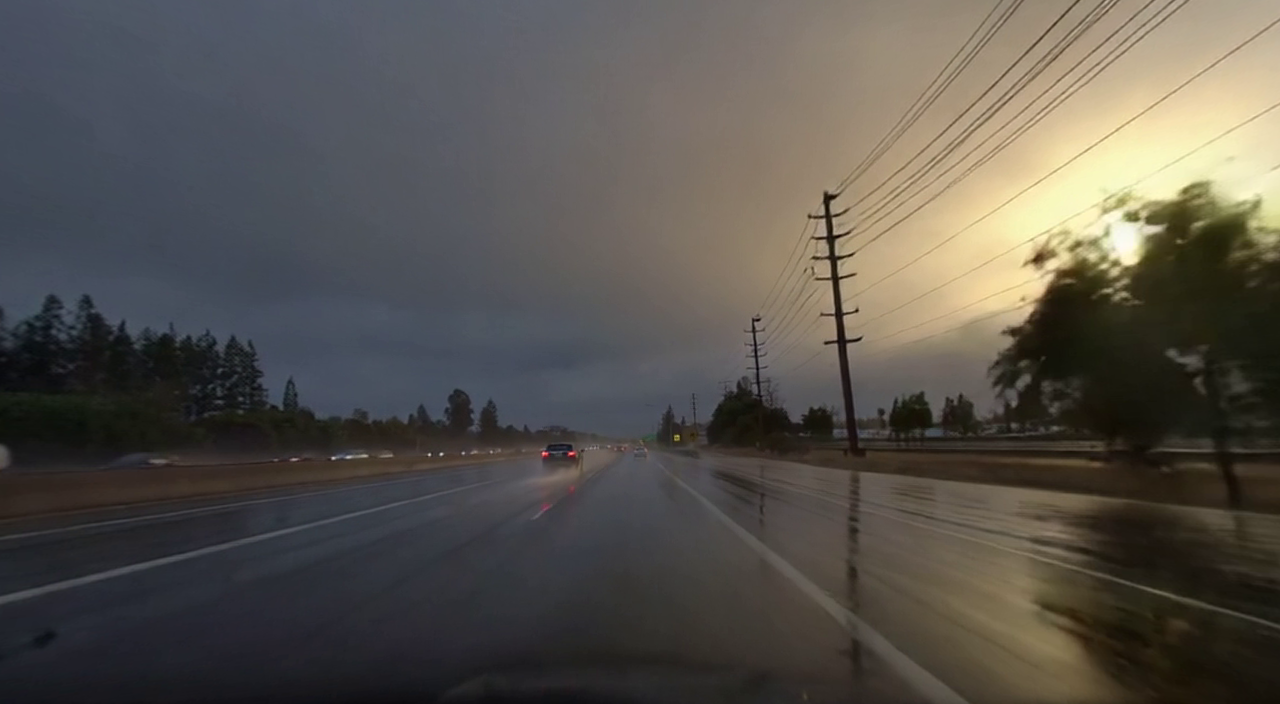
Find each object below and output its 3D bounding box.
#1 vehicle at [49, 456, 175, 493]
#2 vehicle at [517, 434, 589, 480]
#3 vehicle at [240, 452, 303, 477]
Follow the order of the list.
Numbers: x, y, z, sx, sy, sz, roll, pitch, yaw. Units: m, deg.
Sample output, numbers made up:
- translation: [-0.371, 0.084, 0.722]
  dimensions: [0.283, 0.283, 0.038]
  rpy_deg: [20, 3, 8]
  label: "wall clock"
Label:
- translation: [-25.021, 5.785, 30.092]
  dimensions: [2.017, 1.565, 4.577]
  rpy_deg: [0, -9, 0]
  label: "vehicle"
- translation: [-3.955, 4.940, 29.751]
  dimensions: [2.577, 1.939, 5.408]
  rpy_deg: [0, -9, 0]
  label: "vehicle"
- translation: [-28.819, 8.781, 49.381]
  dimensions: [2.006, 1.760, 4.774]
  rpy_deg: [0, -9, 0]
  label: "vehicle"
